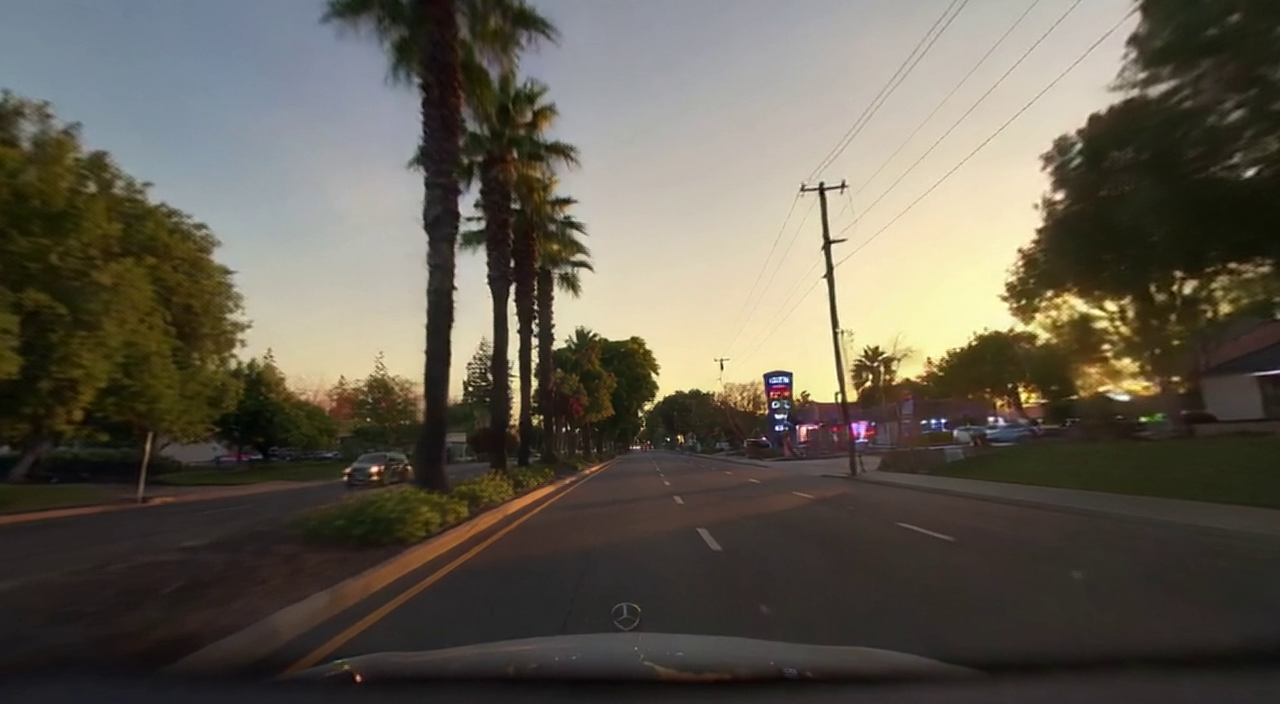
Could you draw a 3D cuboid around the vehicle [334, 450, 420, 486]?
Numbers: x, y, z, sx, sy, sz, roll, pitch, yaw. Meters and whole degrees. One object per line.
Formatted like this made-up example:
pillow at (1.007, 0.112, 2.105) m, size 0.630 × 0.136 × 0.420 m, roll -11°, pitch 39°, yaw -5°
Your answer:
vehicle at (-12.091, 5.336, 29.429) m, size 2.015 × 1.484 × 4.651 m, roll 0°, pitch -8°, yaw 0°
